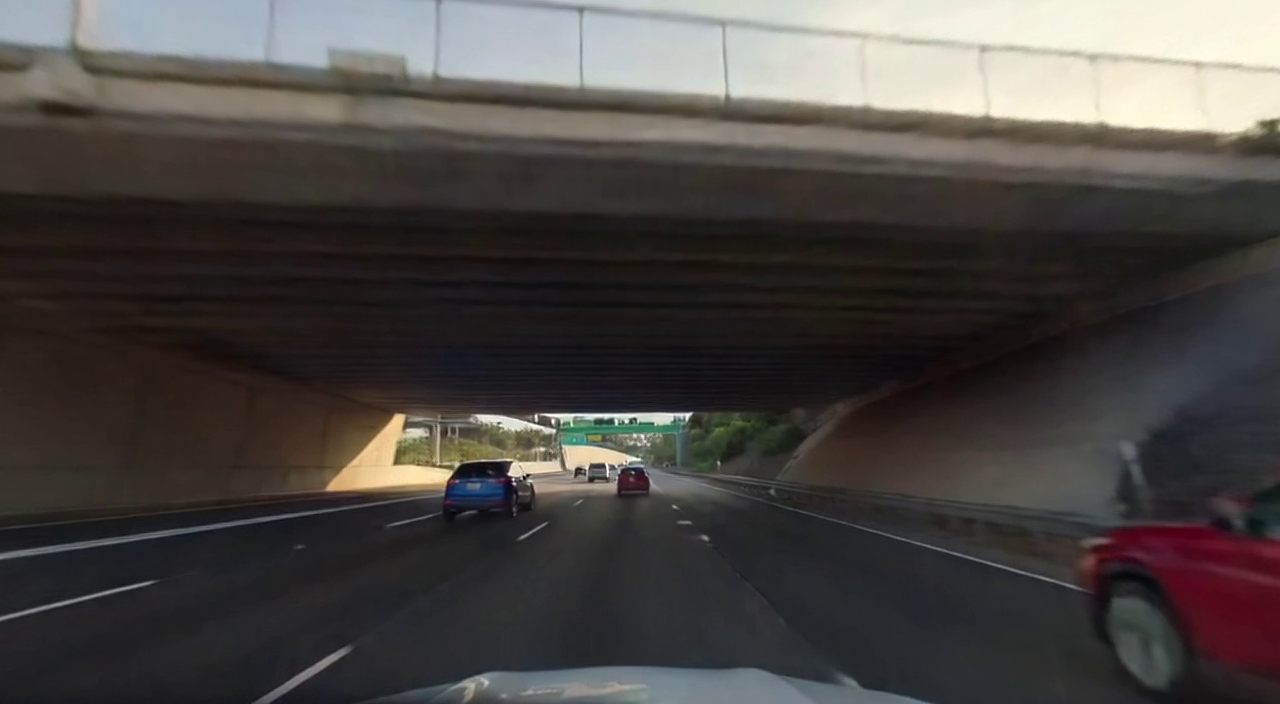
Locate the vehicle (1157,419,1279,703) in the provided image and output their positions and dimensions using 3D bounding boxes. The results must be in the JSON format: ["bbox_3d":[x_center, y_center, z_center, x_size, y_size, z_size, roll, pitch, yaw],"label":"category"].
[{"bbox_3d":[3.829,0.832,1.336,1.992,1.557,4.017,1,-11,0],"label":"vehicle"}]

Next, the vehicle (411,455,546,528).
[{"bbox_3d":[-3.852,3.463,16.011,2.102,1.521,4.687,1,-11,1],"label":"vehicle"}]

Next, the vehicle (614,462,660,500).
[{"bbox_3d":[-0.140,6.014,29.595,1.992,1.601,3.762,1,-11,0],"label":"vehicle"}]
